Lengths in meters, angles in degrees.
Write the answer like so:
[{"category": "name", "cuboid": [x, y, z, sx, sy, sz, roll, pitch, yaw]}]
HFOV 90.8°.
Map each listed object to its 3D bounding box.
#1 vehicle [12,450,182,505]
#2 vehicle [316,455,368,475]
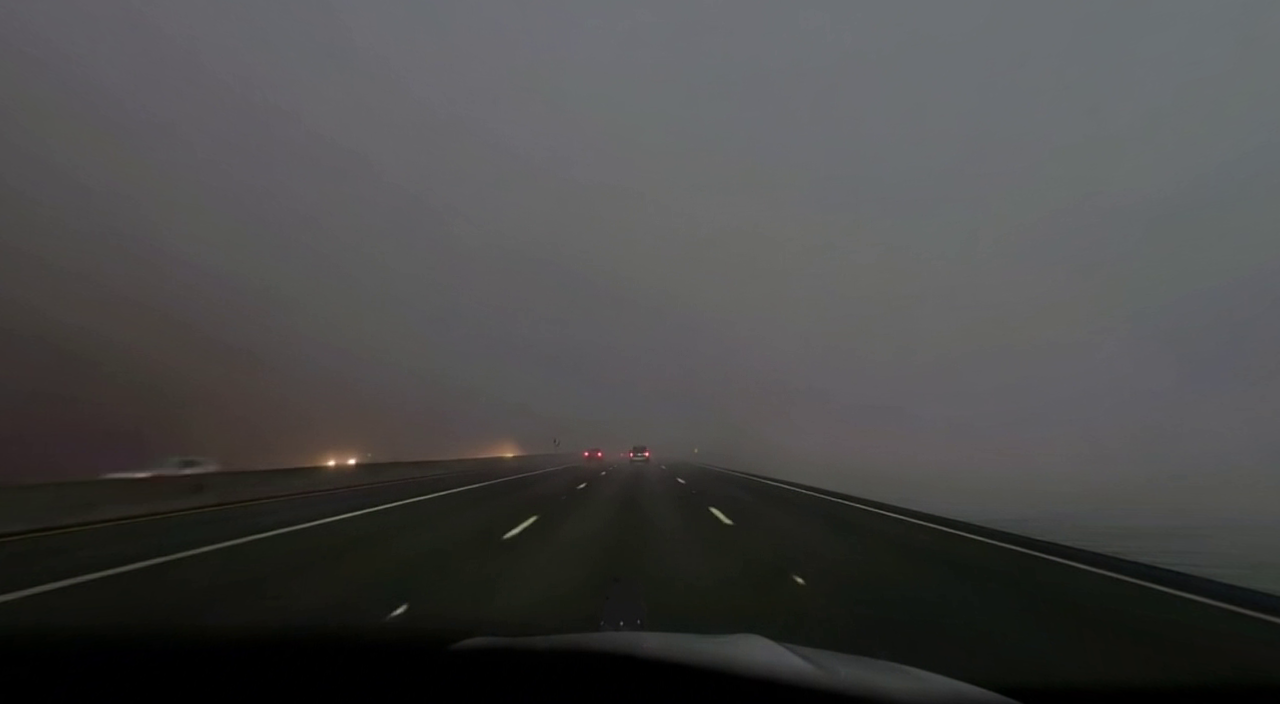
[{"category": "vehicle", "cuboid": [-15.344, 3.522, 18.112, 1.720, 1.396, 3.502, 0, -9, 0]}, {"category": "vehicle", "cuboid": [-22.802, 8.656, 48.469, 1.789, 1.452, 4.408, 0, -9, 0]}]
